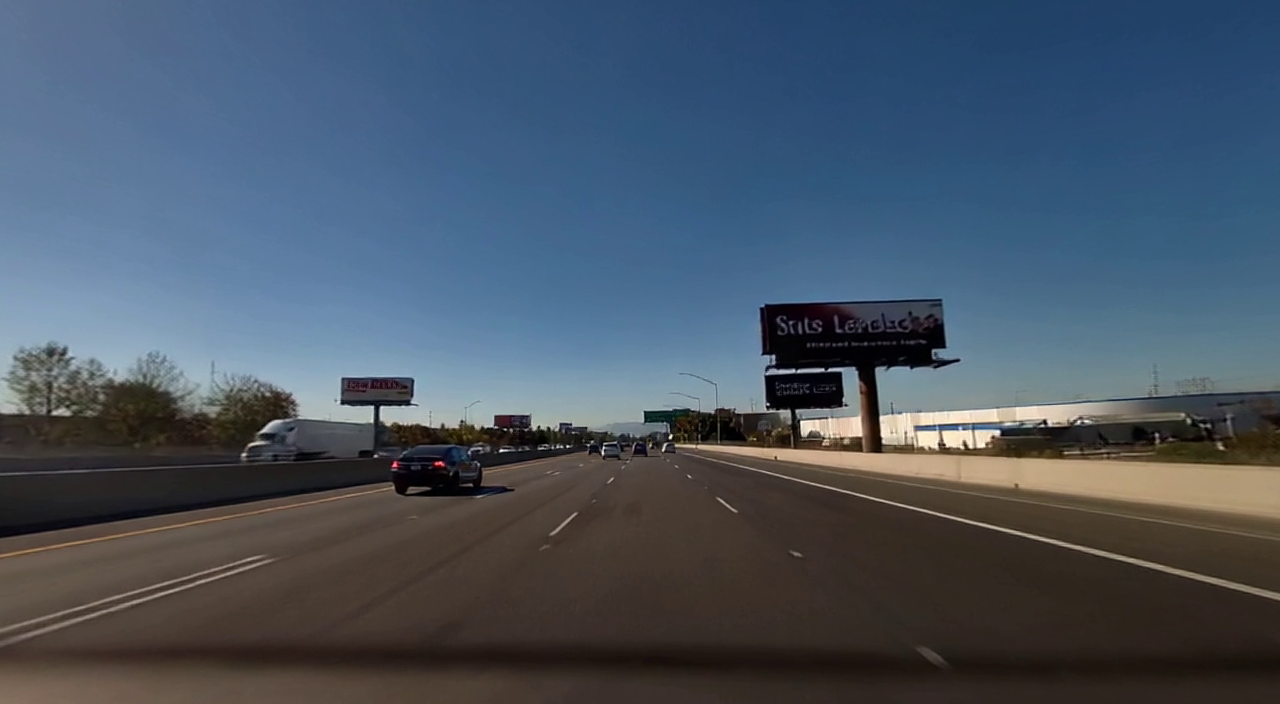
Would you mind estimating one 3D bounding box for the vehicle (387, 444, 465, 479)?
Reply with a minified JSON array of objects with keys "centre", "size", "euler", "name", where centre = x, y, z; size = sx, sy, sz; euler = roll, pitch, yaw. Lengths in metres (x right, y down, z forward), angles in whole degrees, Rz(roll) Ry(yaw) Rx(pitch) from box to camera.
[{"centre":[-9.798,5.028,29.136],"size":[1.974,1.513,4.584],"euler":[0,-9,0],"name":"vehicle"}]
